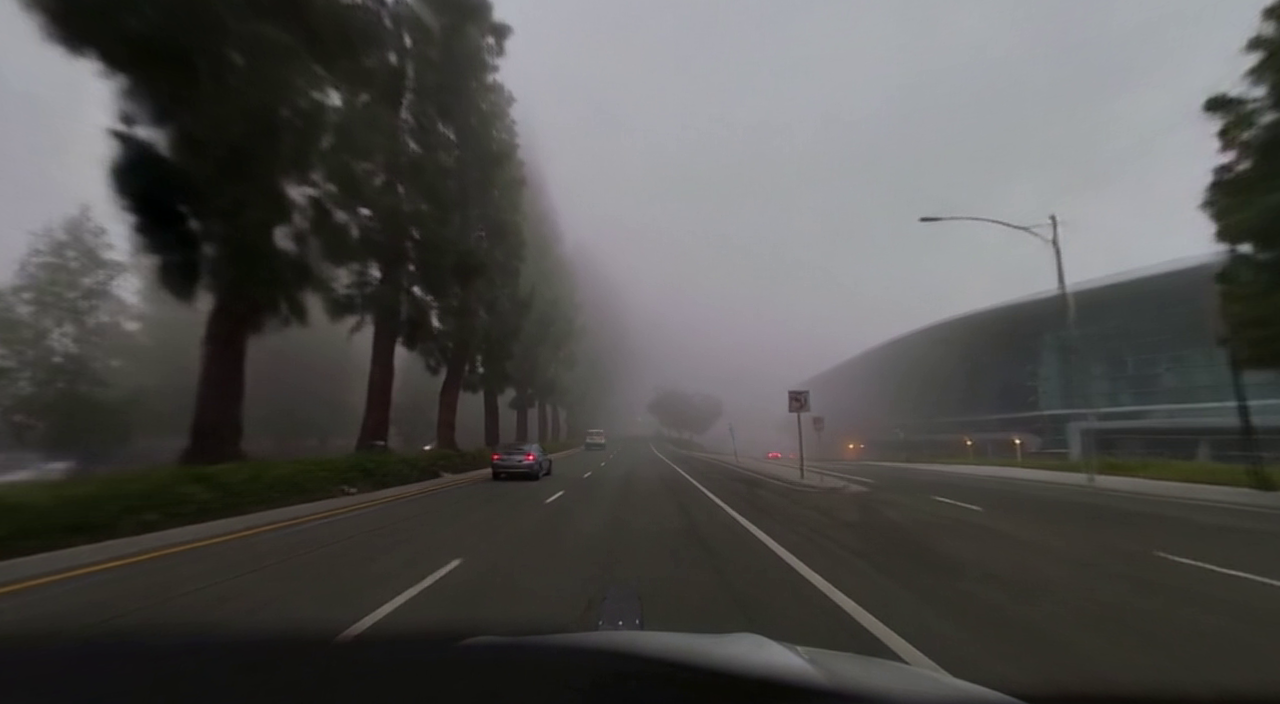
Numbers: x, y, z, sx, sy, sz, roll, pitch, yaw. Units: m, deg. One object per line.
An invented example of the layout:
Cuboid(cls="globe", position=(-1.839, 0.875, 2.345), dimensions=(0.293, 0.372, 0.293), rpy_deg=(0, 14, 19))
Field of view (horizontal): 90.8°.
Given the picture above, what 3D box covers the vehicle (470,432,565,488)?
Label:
Cuboid(cls="vehicle", position=(-3.675, 3.335, 19.890), dimensions=(1.984, 1.521, 4.682), rpy_deg=(0, -8, 1))
